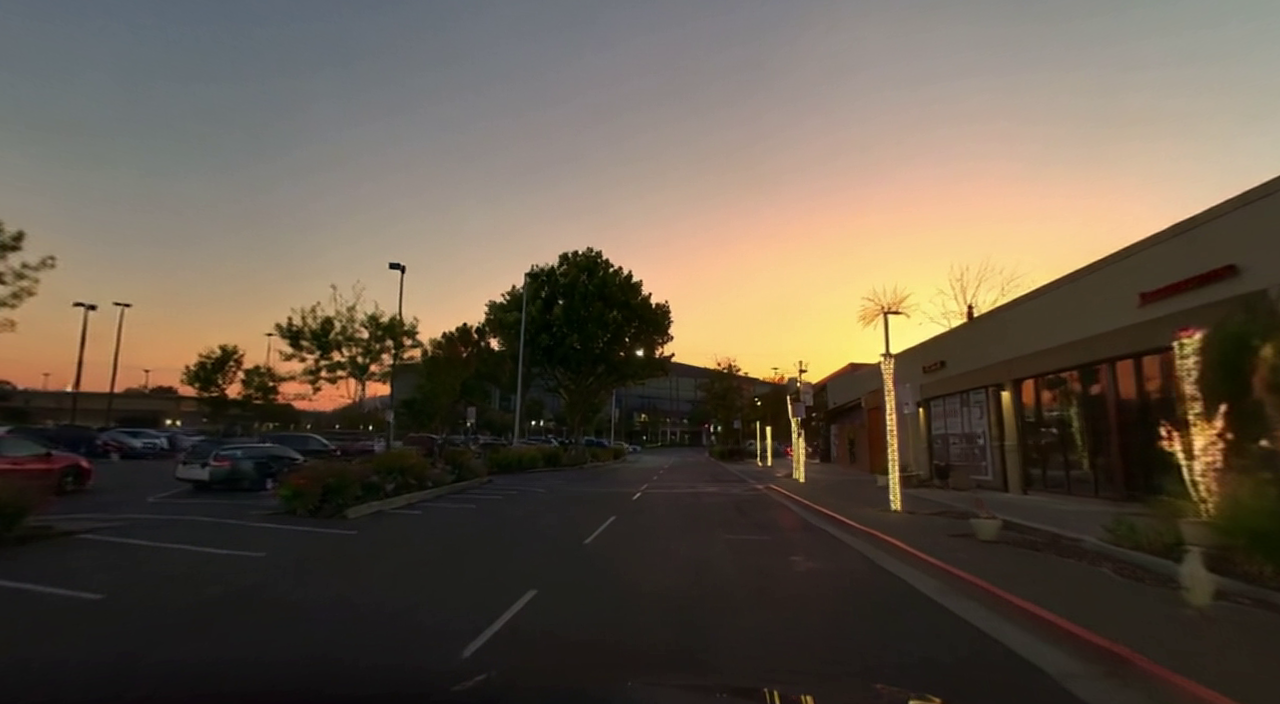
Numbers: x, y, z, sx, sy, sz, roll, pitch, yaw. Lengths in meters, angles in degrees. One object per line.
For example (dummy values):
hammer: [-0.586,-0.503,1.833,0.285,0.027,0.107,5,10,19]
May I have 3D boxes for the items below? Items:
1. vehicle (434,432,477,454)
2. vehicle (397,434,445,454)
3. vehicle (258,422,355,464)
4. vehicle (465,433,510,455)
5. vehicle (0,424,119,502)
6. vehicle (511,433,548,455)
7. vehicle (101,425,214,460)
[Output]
vehicle: [-14.437,7.150,49.555,1.902,1.645,3.903,-1,-8,5]
vehicle: [-17.197,7.225,49.793,1.909,1.474,3.908,-1,-8,8]
vehicle: [-16.361,4.498,31.337,1.972,1.923,4.535,-1,-8,6]
vehicle: [-11.837,7.197,49.300,1.928,1.613,4.197,-1,-8,8]
vehicle: [-12.809,2.093,11.956,1.847,1.443,4.484,-1,-8,4]
vehicle: [-8.657,7.248,49.863,1.892,1.597,4.259,-1,-8,3]
vehicle: [-24.211,4.583,31.953,1.876,1.591,4.470,-1,-8,6]
